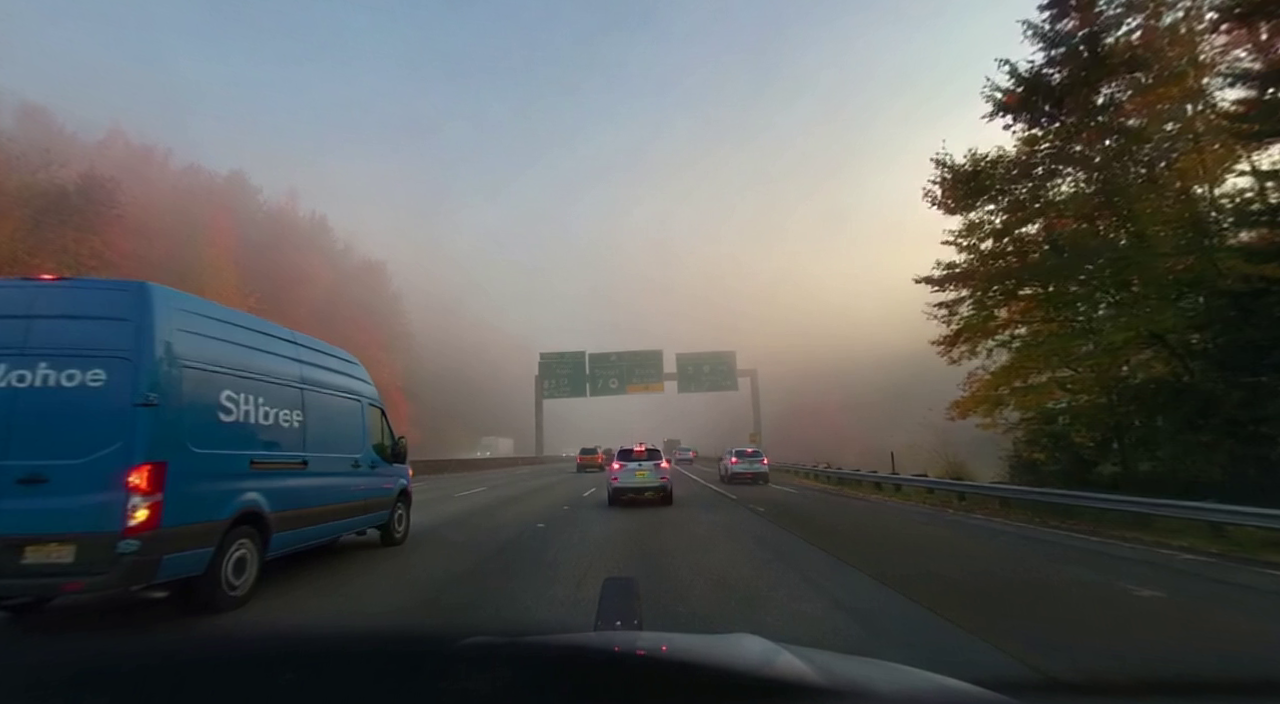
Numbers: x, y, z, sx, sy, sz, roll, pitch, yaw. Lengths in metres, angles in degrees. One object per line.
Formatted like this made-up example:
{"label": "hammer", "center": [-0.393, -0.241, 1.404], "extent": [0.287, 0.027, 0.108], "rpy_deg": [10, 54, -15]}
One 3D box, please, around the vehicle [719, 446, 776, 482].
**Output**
{"label": "vehicle", "center": [4.936, 5.209, 29.436], "extent": [1.962, 1.503, 4.432], "rpy_deg": [0, -9, 1]}

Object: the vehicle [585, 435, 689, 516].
{"label": "vehicle", "center": [-0.056, 2.936, 15.384], "extent": [2.195, 1.679, 4.070], "rpy_deg": [0, -9, 0]}

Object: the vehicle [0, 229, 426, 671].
{"label": "vehicle", "center": [-4.477, 0.981, 6.731], "extent": [2.275, 2.692, 5.810], "rpy_deg": [0, -9, 0]}

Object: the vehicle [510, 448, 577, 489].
{"label": "vehicle", "center": [-3.805, 4.654, 25.433], "extent": [2.015, 1.496, 4.312], "rpy_deg": [0, -9, 0]}
